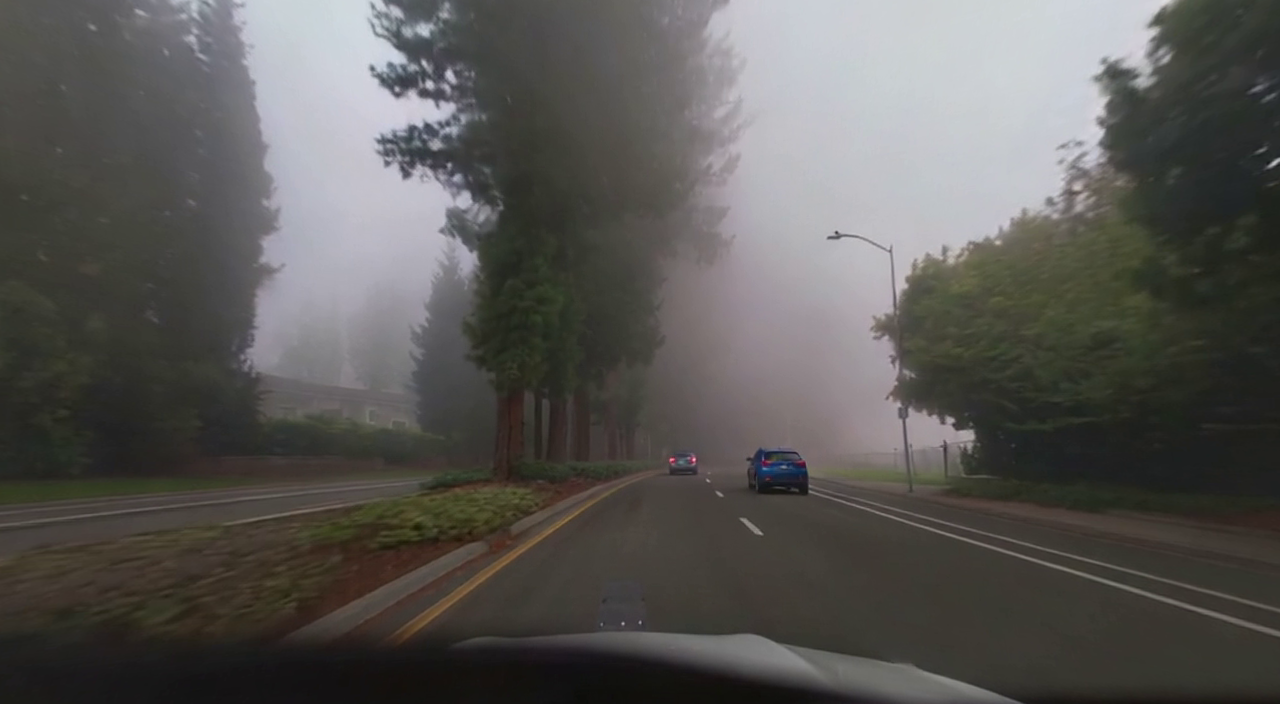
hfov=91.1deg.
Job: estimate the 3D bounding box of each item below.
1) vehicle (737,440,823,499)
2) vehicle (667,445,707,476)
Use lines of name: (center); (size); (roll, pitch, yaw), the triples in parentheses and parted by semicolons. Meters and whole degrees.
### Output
vehicle: (4.337, 3.673, 20.133); (1.971, 1.663, 4.287); (0, -8, 3)
vehicle: (3.072, 6.910, 40.436); (2.251, 1.822, 4.391); (-1, -8, 8)
